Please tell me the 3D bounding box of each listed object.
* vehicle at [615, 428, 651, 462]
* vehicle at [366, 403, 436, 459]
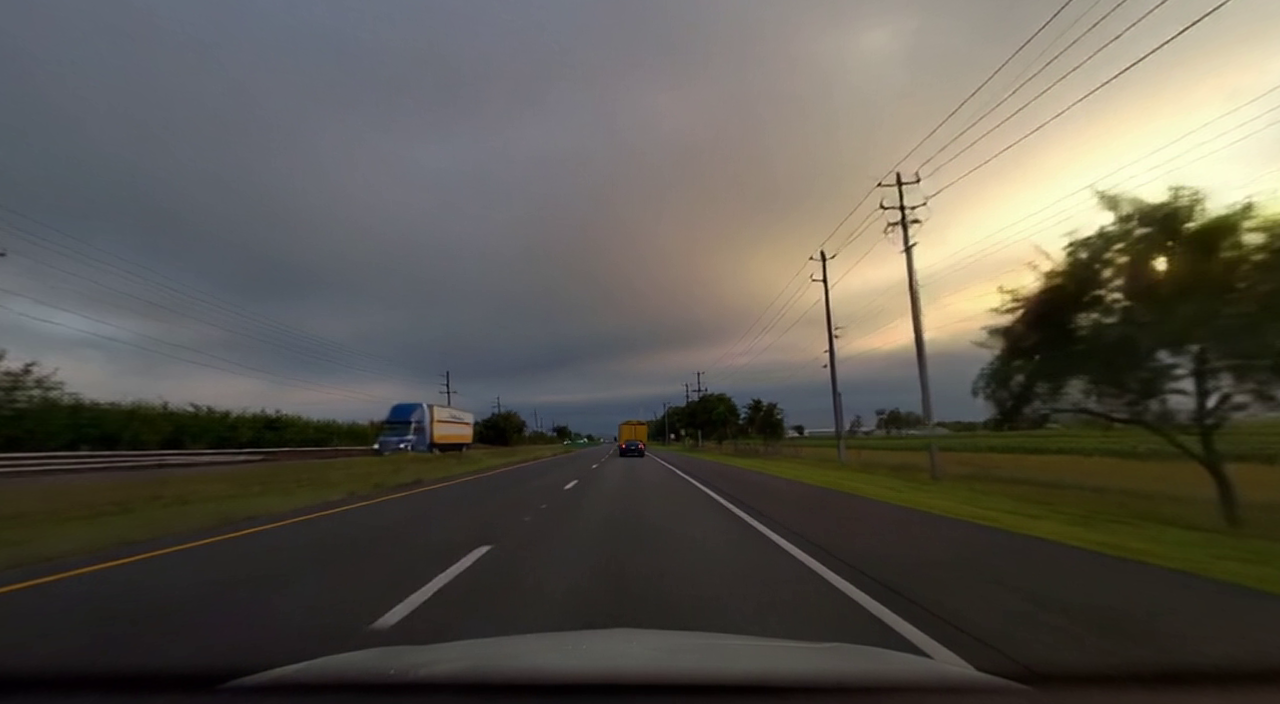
[{"bbox_3d":[-0.506,6.078,41.222,2.240,2.129,4.480,0,-8,-2],"label":"vehicle"},{"bbox_3d":[-17.428,5.853,46.313,2.967,3.820,5.896,0,-8,-2],"label":"vehicle"}]
